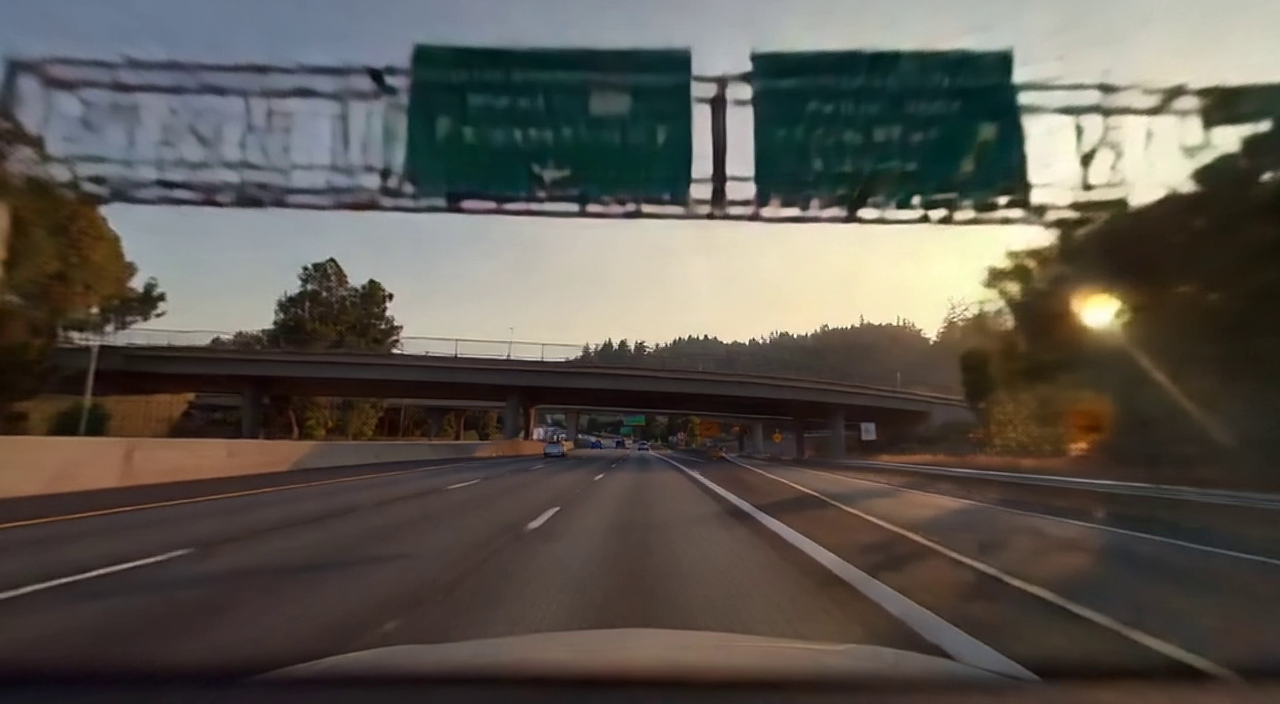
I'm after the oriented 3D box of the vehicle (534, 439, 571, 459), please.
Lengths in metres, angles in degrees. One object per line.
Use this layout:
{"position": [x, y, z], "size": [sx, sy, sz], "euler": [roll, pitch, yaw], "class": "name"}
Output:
{"position": [-6.668, 7.435, 48.475], "size": [2.025, 1.494, 4.495], "euler": [0, -8, 2], "class": "vehicle"}
